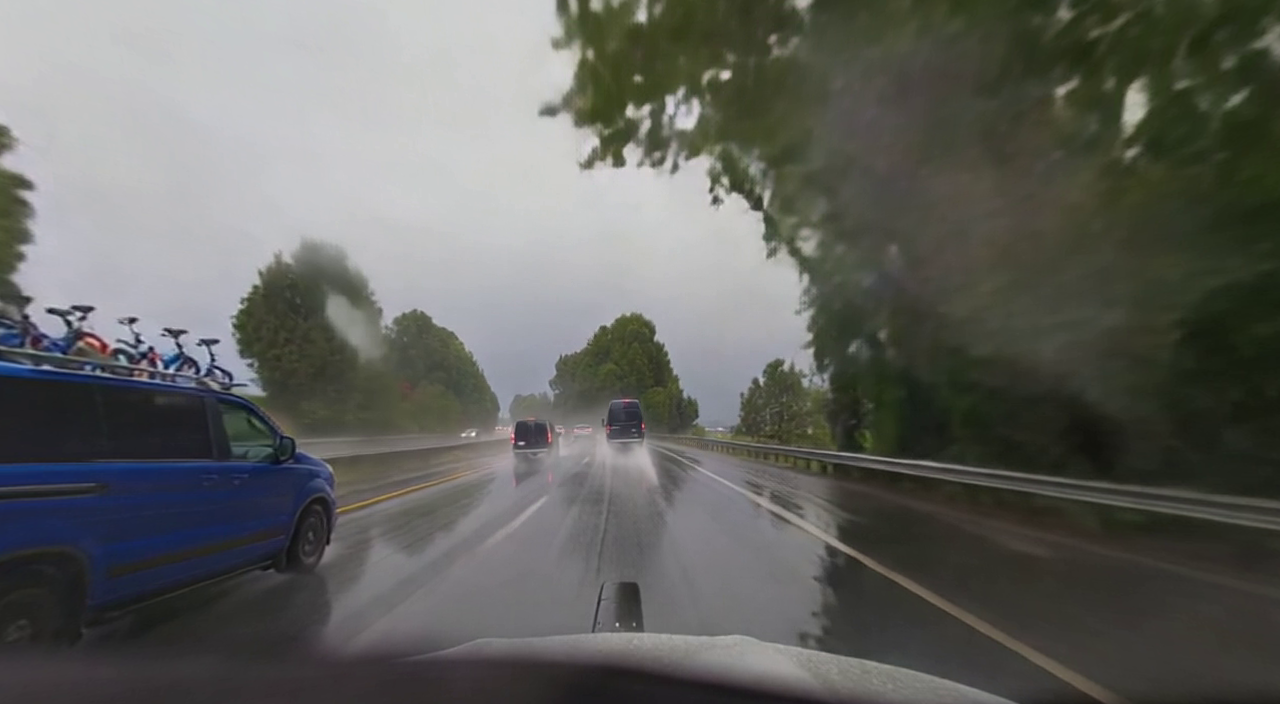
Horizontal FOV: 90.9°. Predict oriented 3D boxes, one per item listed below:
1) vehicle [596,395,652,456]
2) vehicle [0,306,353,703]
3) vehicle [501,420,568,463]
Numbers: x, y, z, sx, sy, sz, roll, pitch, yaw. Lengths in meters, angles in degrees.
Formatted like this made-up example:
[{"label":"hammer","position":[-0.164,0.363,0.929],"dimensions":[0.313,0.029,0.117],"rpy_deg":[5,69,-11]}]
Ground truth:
[{"label":"vehicle","position":[-0.885,3.969,33.562],"dimensions":[2.647,2.896,6.480],"rpy_deg":[0,-8,-2]},{"label":"vehicle","position":[-3.704,0.812,3.501],"dimensions":[2.069,1.751,4.720],"rpy_deg":[0,-8,-1]},{"label":"vehicle","position":[-4.307,3.751,26.454],"dimensions":[2.110,1.636,4.453],"rpy_deg":[0,-8,-1]}]
